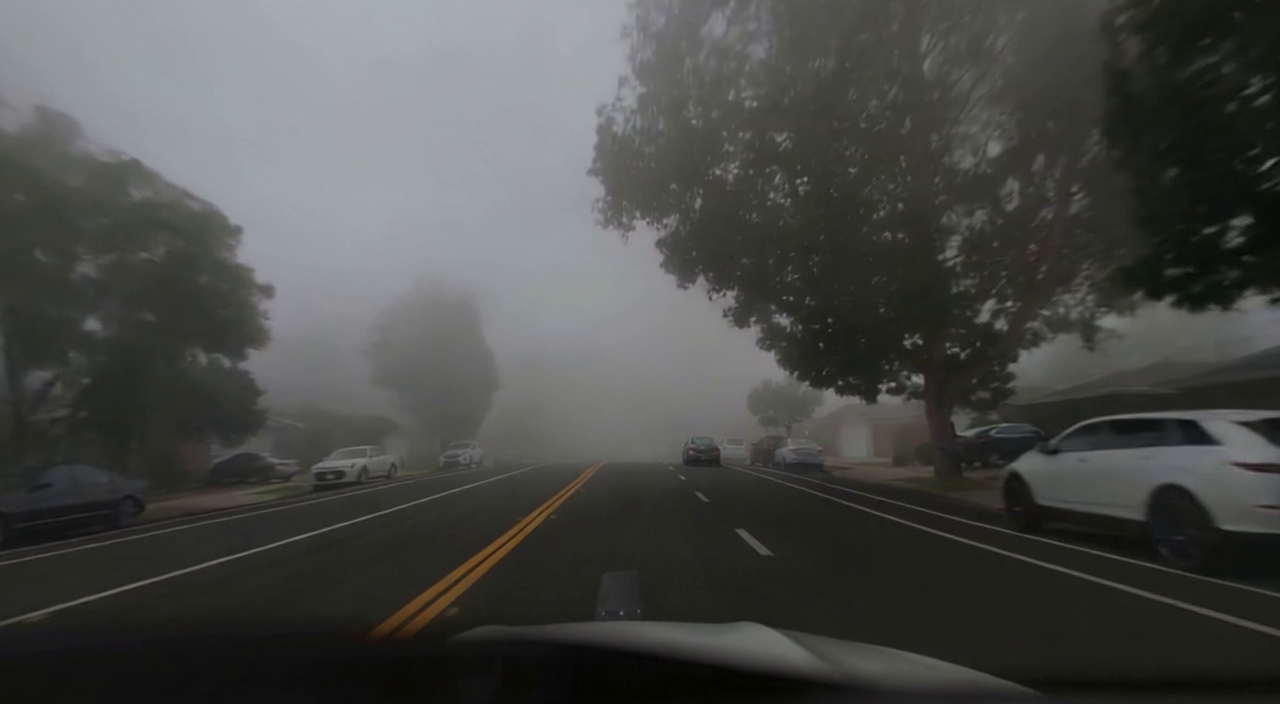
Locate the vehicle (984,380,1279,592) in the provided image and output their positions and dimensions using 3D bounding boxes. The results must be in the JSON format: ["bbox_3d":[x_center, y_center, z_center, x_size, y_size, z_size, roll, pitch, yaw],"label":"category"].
[{"bbox_3d":[7.570,1.659,8.426,2.175,2.157,6.330,0,-8,-2],"label":"vehicle"}]

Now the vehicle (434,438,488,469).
[{"bbox_3d":[-11.545,6.578,41.149,2.181,1.920,4.570,0,-8,0],"label":"vehicle"}]

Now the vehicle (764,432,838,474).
[{"bbox_3d":[7.525,4.784,30.161,2.071,1.793,5.072,0,-8,-1],"label":"vehicle"}]

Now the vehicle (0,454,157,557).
[{"bbox_3d":[-11.308,2.646,11.141,1.916,1.612,4.700,0,-8,-1],"label":"vehicle"}]

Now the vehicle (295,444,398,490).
[{"bbox_3d":[-11.548,4.526,25.291,1.953,1.649,4.648,0,-8,-1],"label":"vehicle"}]

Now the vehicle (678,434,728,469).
[{"bbox_3d":[3.075,4.970,31.793,1.951,1.620,4.582,0,-8,-1],"label":"vehicle"}]

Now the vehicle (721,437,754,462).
[{"bbox_3d":[7.620,7.655,49.791,1.873,1.867,4.673,0,-8,0],"label":"vehicle"}]
